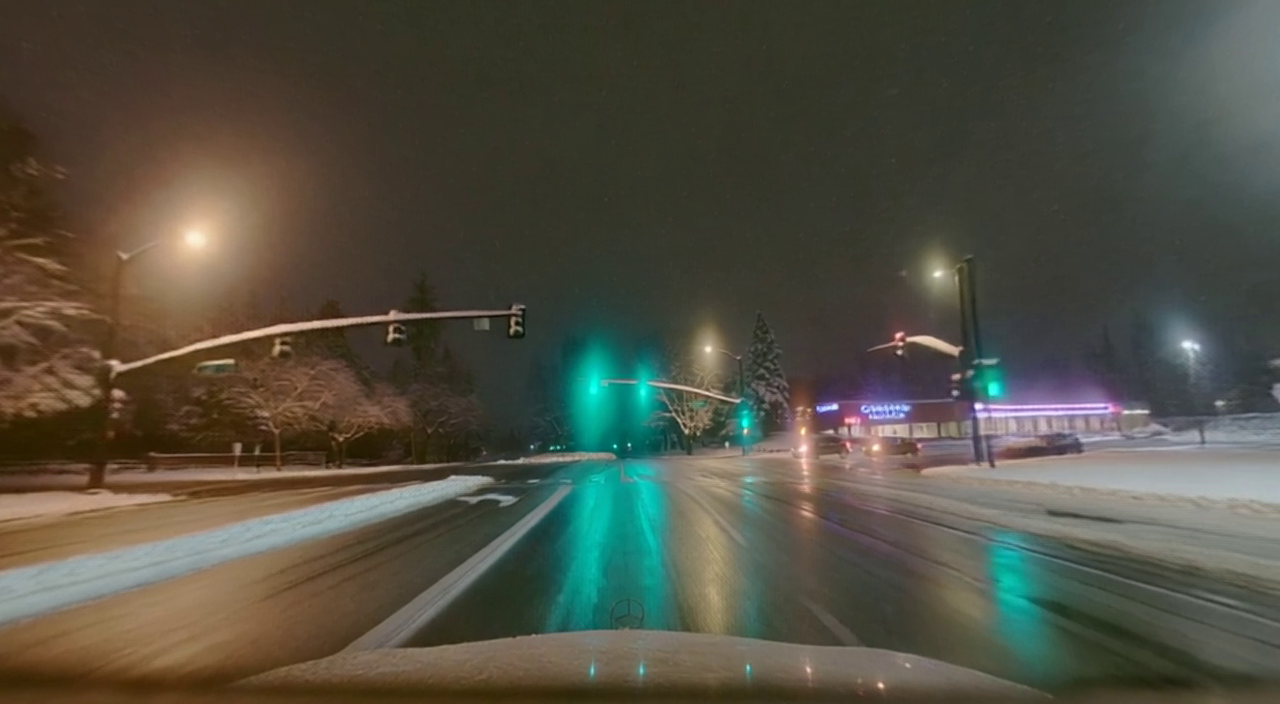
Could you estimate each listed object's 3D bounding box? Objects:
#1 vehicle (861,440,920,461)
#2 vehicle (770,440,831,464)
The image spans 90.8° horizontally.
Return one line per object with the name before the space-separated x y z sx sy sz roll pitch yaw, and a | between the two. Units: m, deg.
vehicle | 18.978 7.417 47.811 3.942 1.505 1.848 4 -9 -24
vehicle | 11.440 7.130 45.111 3.780 1.496 1.867 0 -8 -23
